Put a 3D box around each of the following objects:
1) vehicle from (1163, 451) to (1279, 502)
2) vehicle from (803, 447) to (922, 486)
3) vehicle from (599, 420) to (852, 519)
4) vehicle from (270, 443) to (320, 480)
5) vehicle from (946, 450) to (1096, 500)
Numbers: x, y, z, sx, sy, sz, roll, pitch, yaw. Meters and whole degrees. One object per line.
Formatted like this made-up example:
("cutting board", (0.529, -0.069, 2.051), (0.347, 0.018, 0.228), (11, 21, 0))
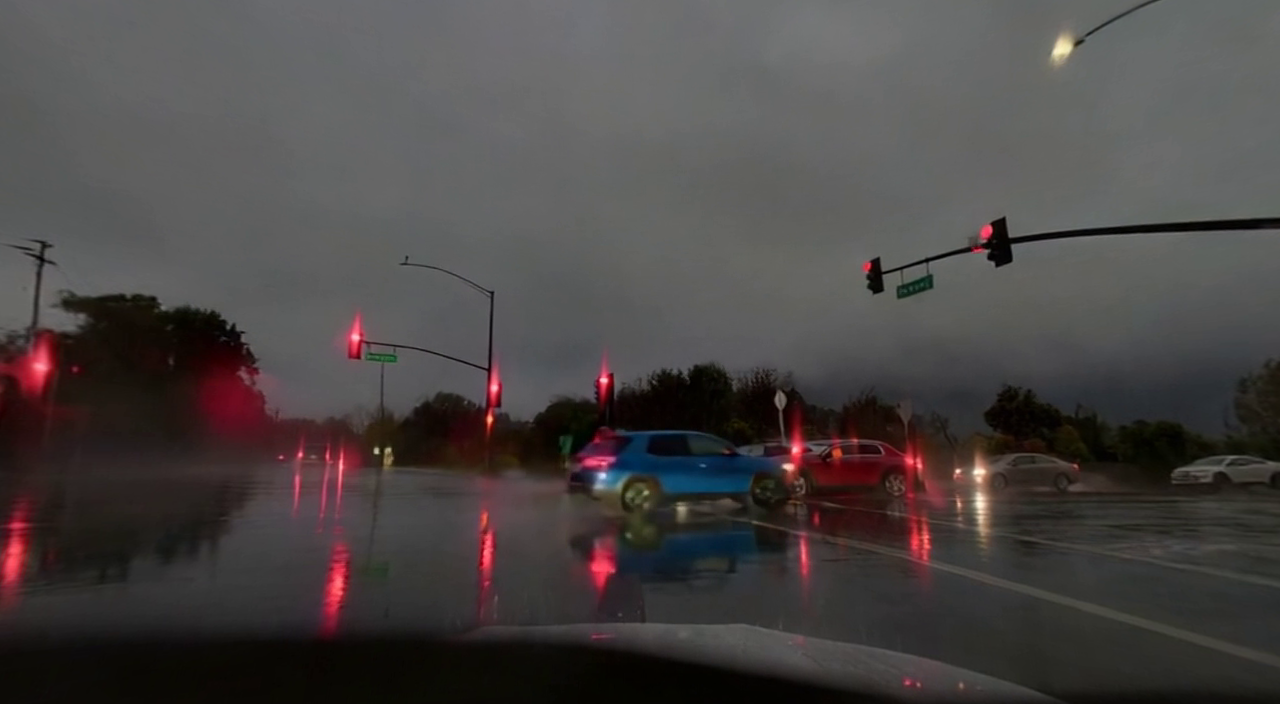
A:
("vehicle", (23.410, 4.854, 24.757), (4.322, 1.522, 1.795), (-3, -9, -11))
("vehicle", (9.661, 4.970, 27.497), (4.537, 1.608, 1.827), (2, -9, -10))
("vehicle", (1.667, 2.343, 12.867), (4.633, 1.739, 2.090), (3, -9, -17))
("vehicle", (-20.517, 6.481, 37.698), (2.243, 2.011, 5.631), (5, -10, -26))
("vehicle", (14.062, 4.494, 23.362), (4.356, 1.498, 1.957), (-2, -8, -8))
